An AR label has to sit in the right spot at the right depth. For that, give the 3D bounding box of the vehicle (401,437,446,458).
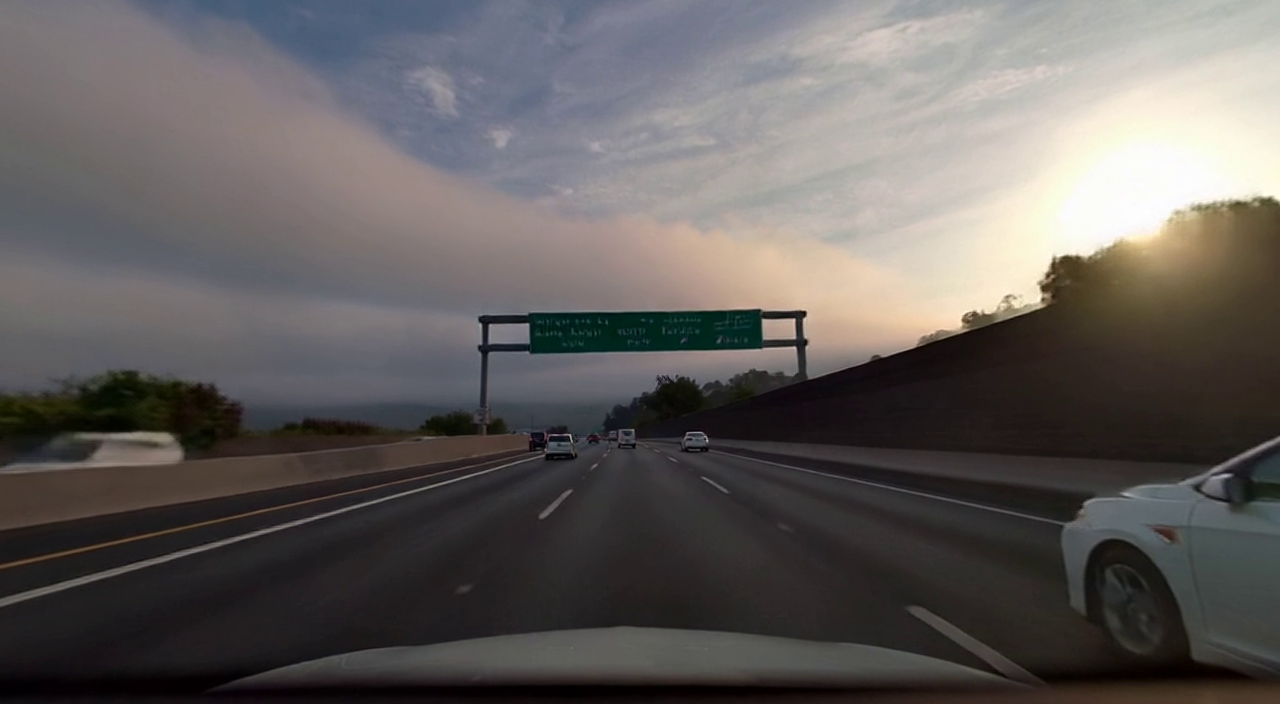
[{"bbox_3d":[-15.469,6.819,45.122,1.841,1.447,3.902,0,-8,0],"label":"vehicle"}]

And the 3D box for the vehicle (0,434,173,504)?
[{"bbox_3d":[-14.840,2.904,16.276,2.044,1.532,4.528,0,-8,0],"label":"vehicle"}]

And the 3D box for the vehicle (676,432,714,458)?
[{"bbox_3d":[3.165,5.455,37.091,1.806,1.469,3.681,0,-8,-2],"label":"vehicle"}]

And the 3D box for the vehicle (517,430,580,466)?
[{"bbox_3d":[-4.030,4.300,28.434,2.204,1.486,4.121,0,-8,0],"label":"vehicle"}]
